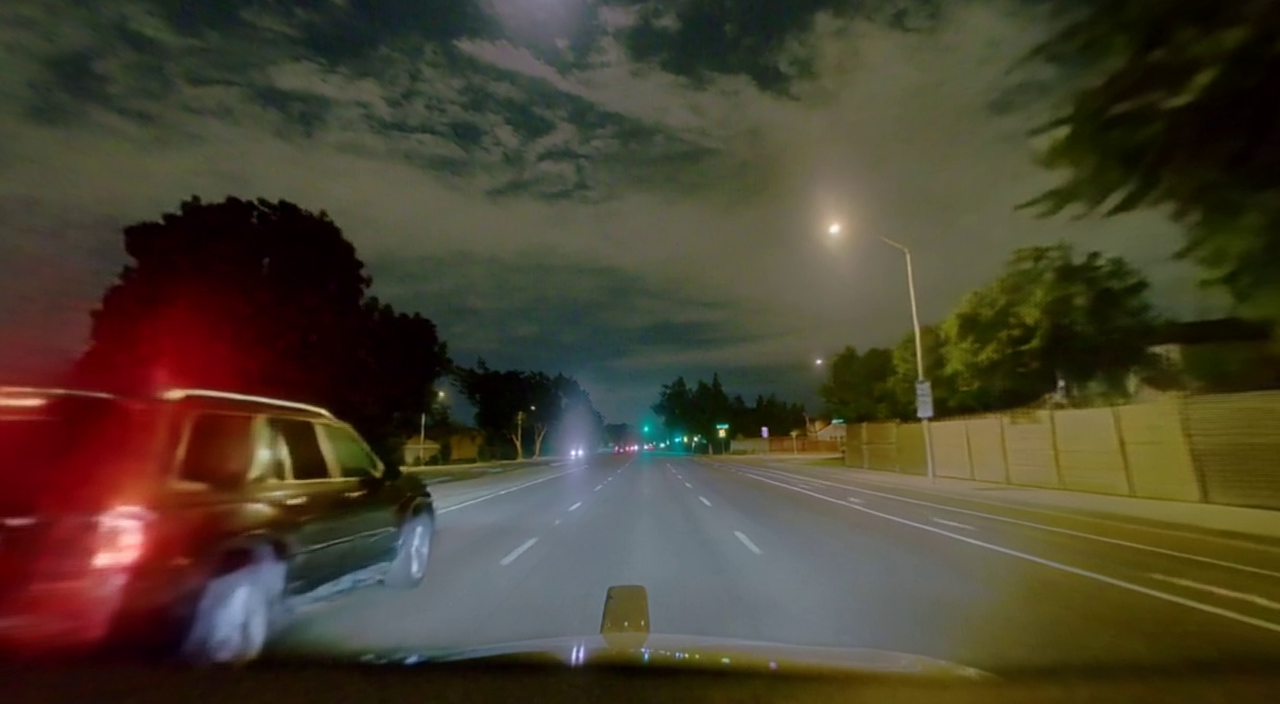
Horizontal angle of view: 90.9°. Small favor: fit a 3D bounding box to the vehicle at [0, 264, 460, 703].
[{"bbox_3d":[-3.038,0.997,4.222,2.179,1.851,4.756,0,-9,1],"label":"vehicle"}]
